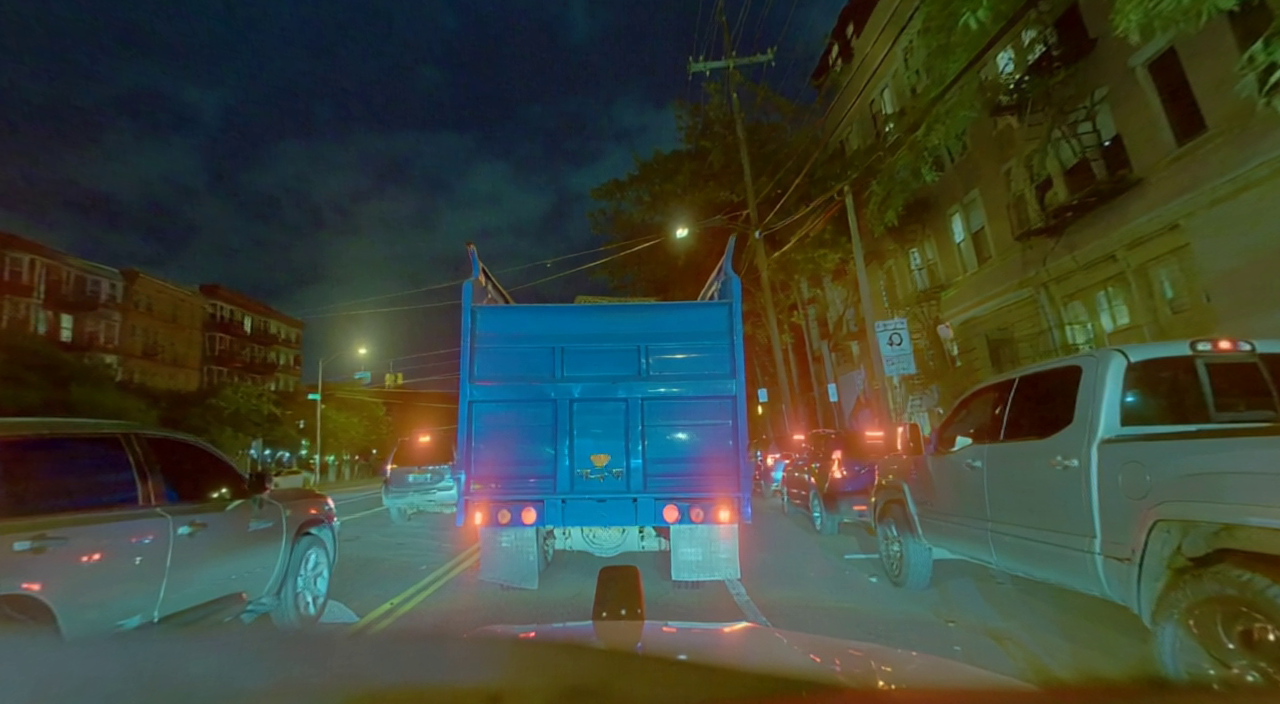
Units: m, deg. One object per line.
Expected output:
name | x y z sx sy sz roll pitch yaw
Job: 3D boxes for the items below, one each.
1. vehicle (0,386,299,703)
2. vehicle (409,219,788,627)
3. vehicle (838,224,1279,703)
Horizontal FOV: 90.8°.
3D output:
vehicle | -4.113 1.059 3.435 1.988 1.657 4.492 0 -8 0
vehicle | -0.226 1.099 9.102 2.878 3.204 8.244 0 -8 1
vehicle | 3.235 0.844 3.853 2.242 1.979 5.722 0 -8 1
